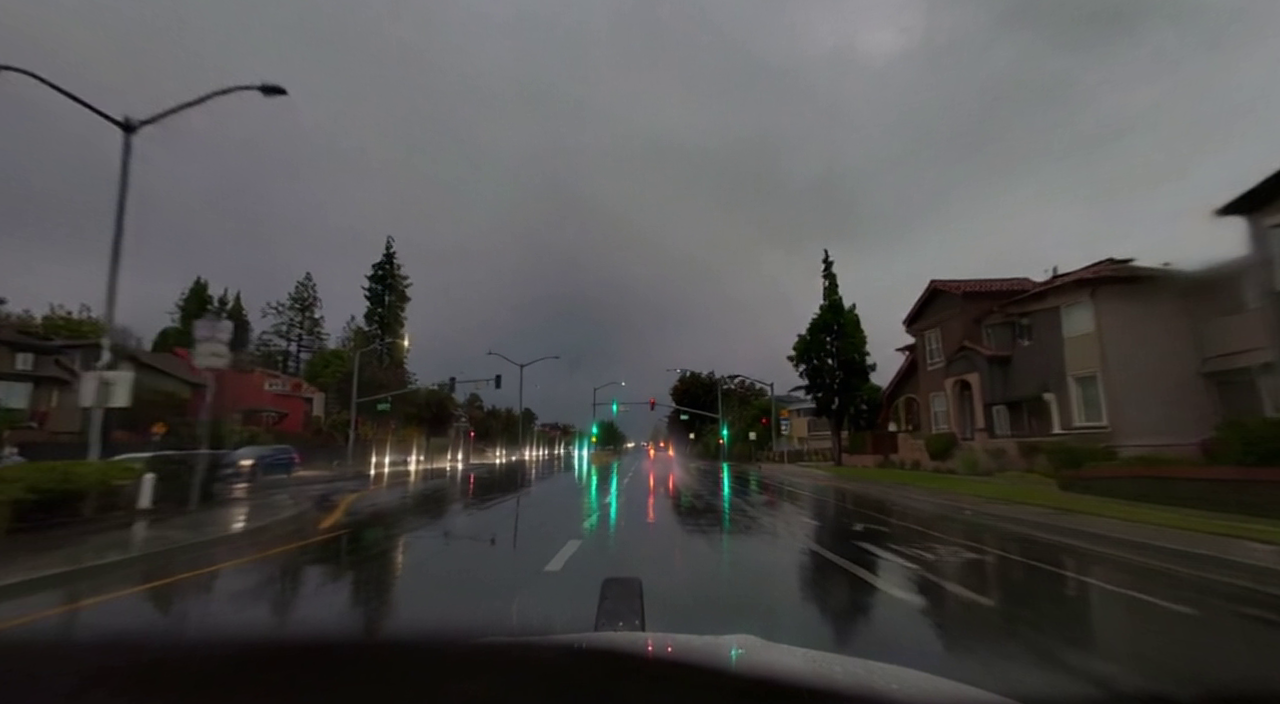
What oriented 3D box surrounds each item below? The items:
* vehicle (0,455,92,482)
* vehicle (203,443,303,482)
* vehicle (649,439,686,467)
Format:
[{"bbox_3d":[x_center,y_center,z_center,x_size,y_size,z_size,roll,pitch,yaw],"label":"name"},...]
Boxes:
[{"bbox_3d":[-36.177,6.946,37.787,1.813,1.460,4.703,-3,-9,21],"label":"vehicle"},{"bbox_3d":[-18.895,5.393,31.134,1.963,1.782,4.520,0,-9,2],"label":"vehicle"},{"bbox_3d":[1.848,7.003,43.946,2.273,1.851,5.075,0,-9,0],"label":"vehicle"}]
